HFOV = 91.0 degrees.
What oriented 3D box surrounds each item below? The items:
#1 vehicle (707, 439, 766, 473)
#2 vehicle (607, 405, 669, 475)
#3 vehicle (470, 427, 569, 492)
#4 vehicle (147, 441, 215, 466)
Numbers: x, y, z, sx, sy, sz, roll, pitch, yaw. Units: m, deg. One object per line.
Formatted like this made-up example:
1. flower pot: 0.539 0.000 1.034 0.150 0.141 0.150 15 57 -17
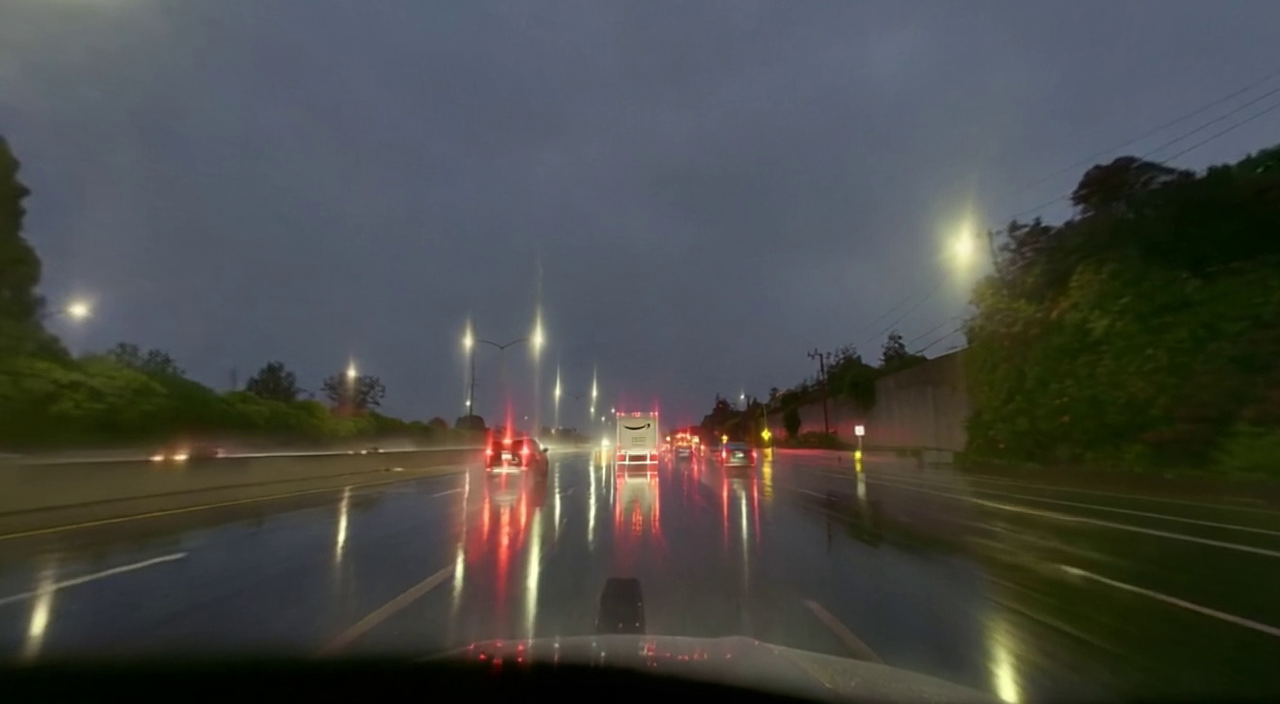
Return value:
1. vehicle: 4.624 5.075 30.944 1.970 1.499 4.491 1 -8 -3
2. vehicle: -0.098 3.923 28.005 2.456 2.705 6.251 1 -8 -1
3. vehicle: -3.436 3.158 18.844 2.095 1.688 4.188 0 -8 1
4. vehicle: -29.336 6.496 40.384 1.597 1.456 3.631 1 -8 0
